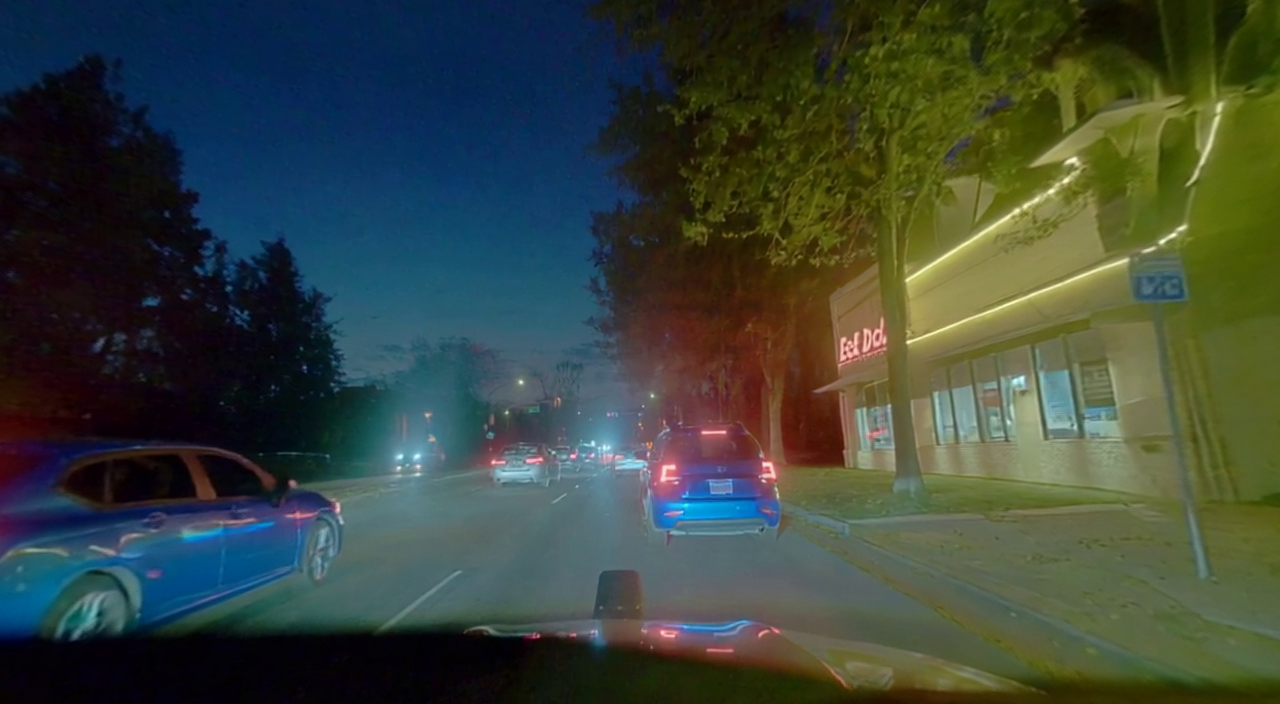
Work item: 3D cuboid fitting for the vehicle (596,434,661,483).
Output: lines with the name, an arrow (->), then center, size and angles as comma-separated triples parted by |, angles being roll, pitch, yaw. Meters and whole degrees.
vehicle -> -0.332, 3.949, 23.453 | 2.206, 1.666, 3.912 | 0, -9, 2

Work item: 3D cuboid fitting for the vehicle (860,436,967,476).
vehicle -> 12.310, 4.714, 28.420 | 3.871, 1.525, 1.835 | -3, -10, 0

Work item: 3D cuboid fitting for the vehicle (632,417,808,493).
vehicle -> 2.281, 2.991, 18.363 | 4.642, 1.955, 2.052 | -5, -10, 30

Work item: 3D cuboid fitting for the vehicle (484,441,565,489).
vehicle -> -3.882, 3.876, 21.863 | 2.042, 1.470, 4.123 | 0, -9, 0

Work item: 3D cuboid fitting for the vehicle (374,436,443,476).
vehicle -> -16.748, 7.563, 45.813 | 2.537, 2.696, 6.281 | 0, -9, 1

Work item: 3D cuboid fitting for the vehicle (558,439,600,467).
vehicle -> -3.684, 6.183, 38.561 | 2.053, 1.652, 3.873 | 0, -9, 2

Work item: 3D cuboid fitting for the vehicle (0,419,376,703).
vehicle -> -4.044, 1.353, 4.919 | 2.026, 1.466, 4.282 | 0, -9, 1
